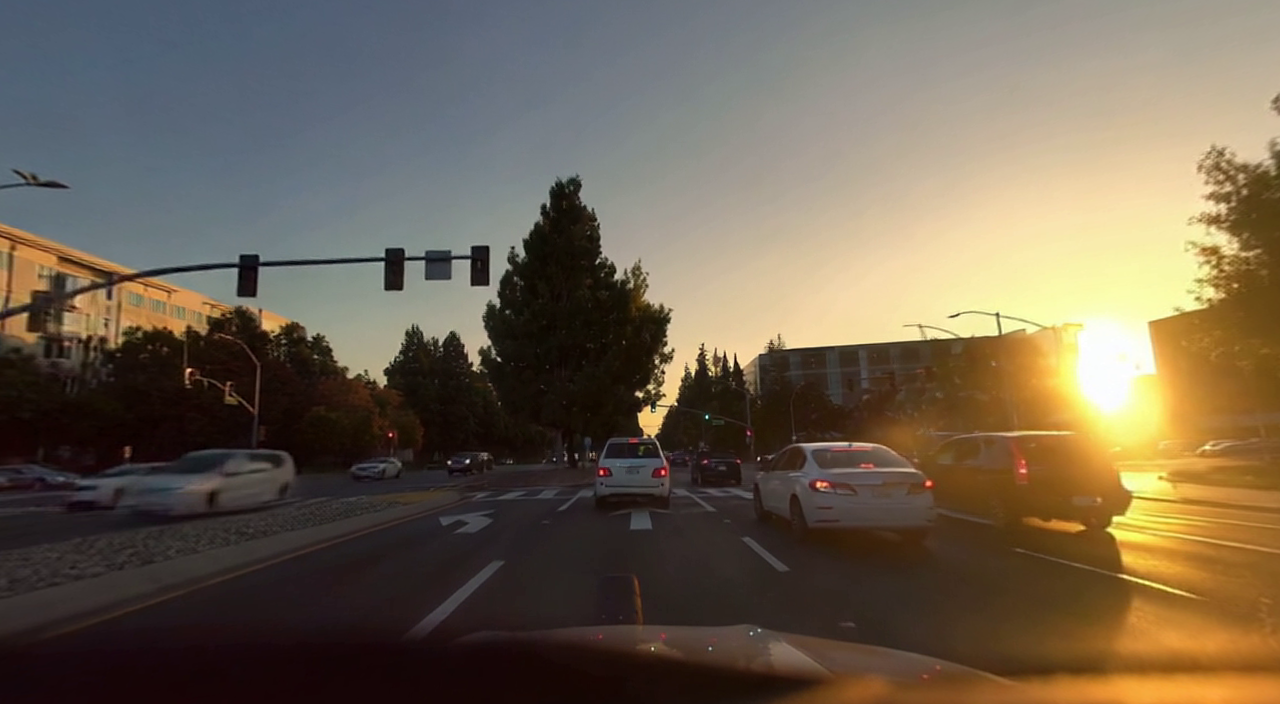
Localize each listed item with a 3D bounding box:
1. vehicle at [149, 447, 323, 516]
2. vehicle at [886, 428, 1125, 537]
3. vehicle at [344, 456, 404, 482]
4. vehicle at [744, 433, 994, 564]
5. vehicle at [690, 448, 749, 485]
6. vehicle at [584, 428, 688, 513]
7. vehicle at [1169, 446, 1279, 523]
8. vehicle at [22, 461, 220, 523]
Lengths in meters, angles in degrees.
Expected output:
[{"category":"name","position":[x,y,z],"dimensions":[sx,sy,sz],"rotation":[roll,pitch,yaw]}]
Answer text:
[{"category":"vehicle","position":[-11.068,3.521,17.798],"dimensions":[2.032,1.671,4.316],"rotation":[0,-9,0]},{"category":"vehicle","position":[6.732,2.425,12.371],"dimensions":[1.987,1.730,4.373],"rotation":[0,-9,-1]},{"category":"vehicle","position":[-17.566,7.736,42.041],"dimensions":[1.911,1.483,4.849],"rotation":[0,-9,0]},{"category":"vehicle","position":[3.194,2.139,10.122],"dimensions":[2.034,1.558,4.774],"rotation":[0,-9,-3]},{"category":"vehicle","position":[3.516,5.138,28.740],"dimensions":[2.004,1.523,4.263],"rotation":[0,-9,-1]},{"category":"vehicle","position":[-0.101,2.881,15.834],"dimensions":[2.236,1.827,4.316],"rotation":[0,-9,0]},{"category":"vehicle","position":[14.455,2.831,13.651],"dimensions":[2.125,1.592,4.428],"rotation":[0,-9,-1]},{"category":"vehicle","position":[-14.421,3.871,17.967],"dimensions":[2.107,1.448,4.179],"rotation":[0,-9,-1]}]
